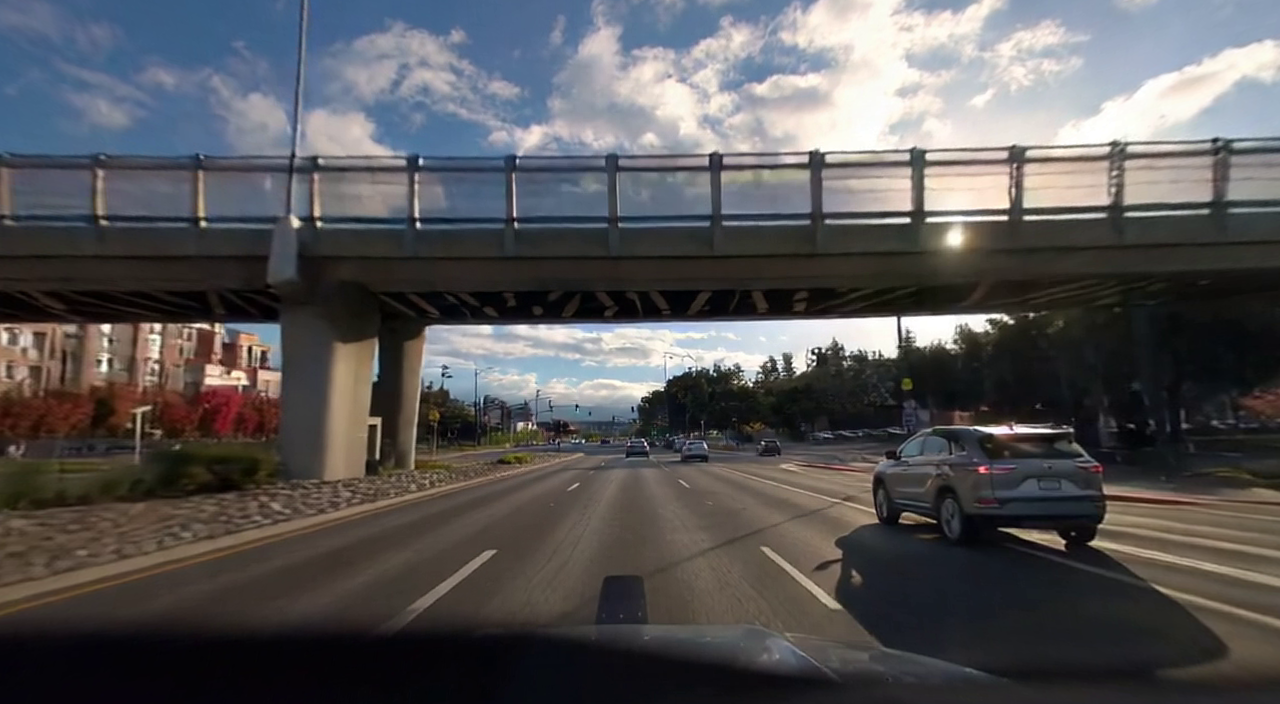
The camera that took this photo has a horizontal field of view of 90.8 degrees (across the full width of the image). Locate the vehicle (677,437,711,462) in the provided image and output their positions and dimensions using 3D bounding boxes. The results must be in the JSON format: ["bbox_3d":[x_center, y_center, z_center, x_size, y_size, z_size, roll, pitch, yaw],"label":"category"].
[{"bbox_3d":[3.864,7.056,45.598,2.165,1.708,3.928,0,-8,1],"label":"vehicle"}]

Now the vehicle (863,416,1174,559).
[{"bbox_3d":[5.499,2.021,10.191,2.130,1.741,4.665,0,-9,0],"label":"vehicle"}]
